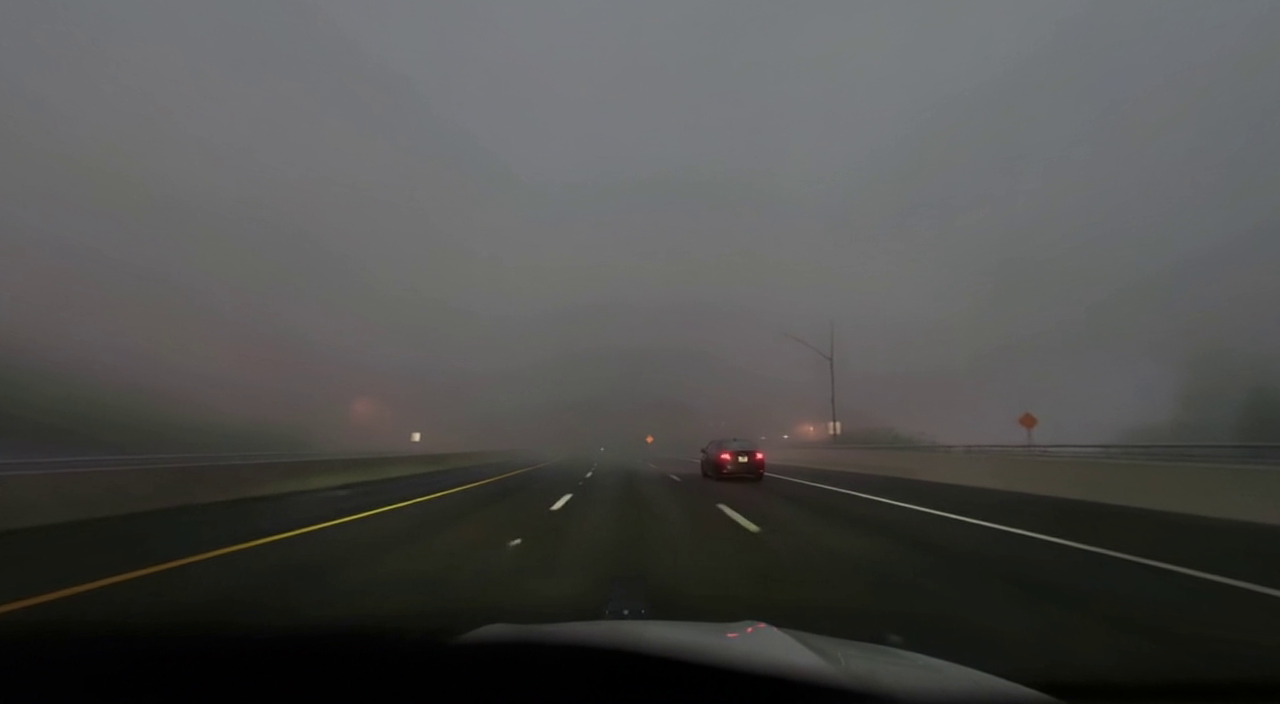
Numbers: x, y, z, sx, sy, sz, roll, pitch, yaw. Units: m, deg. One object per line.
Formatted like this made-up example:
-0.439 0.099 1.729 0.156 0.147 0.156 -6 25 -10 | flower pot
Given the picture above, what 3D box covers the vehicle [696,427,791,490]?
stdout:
3.012 3.229 19.410 2.059 1.715 4.192 0 -8 -2 | vehicle
